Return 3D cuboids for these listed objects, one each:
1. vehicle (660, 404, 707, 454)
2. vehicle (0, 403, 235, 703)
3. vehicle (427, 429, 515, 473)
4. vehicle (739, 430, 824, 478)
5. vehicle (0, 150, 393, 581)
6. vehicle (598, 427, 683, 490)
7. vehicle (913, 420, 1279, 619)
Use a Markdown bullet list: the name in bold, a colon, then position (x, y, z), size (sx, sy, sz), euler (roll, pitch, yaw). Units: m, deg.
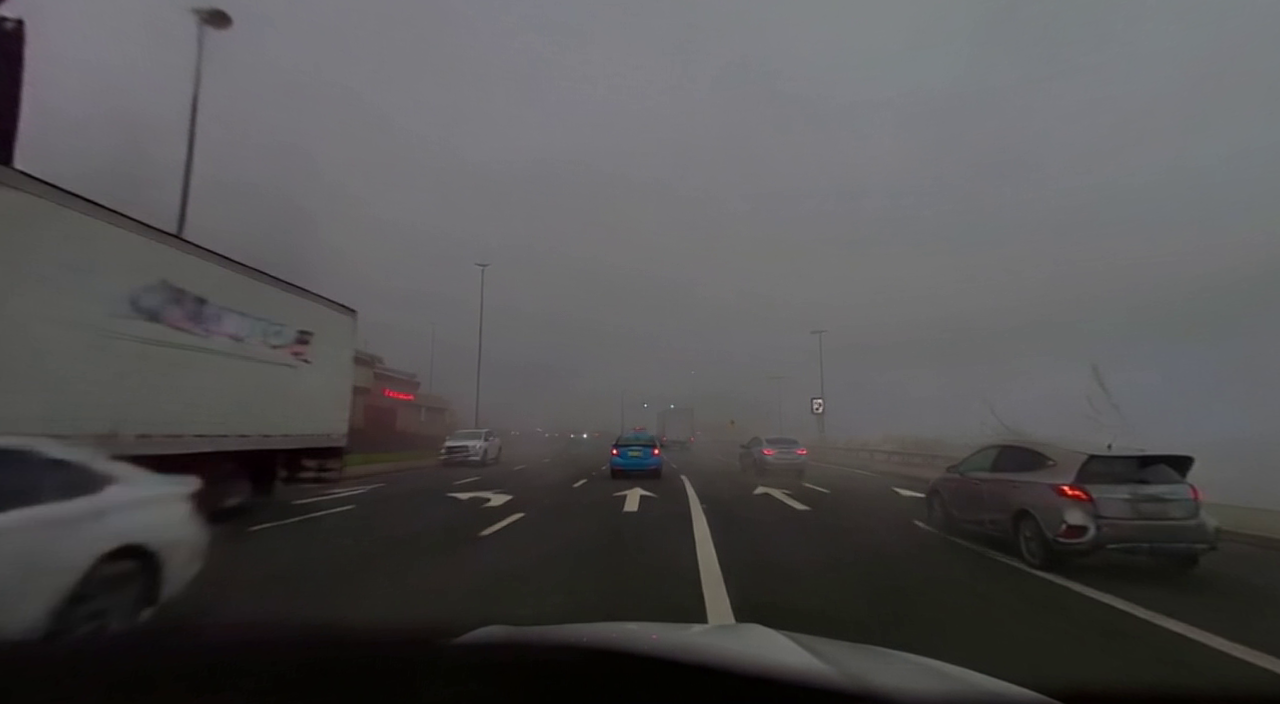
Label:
- **vehicle**: position (3.144, 5.857, 47.507), size (2.917, 3.482, 6.946), euler (0, -8, -1)
- **vehicle**: position (-4.064, 0.863, 2.283), size (1.964, 1.428, 4.481), euler (0, -8, 5)
- **vehicle**: position (-6.201, 3.683, 23.705), size (1.980, 1.499, 4.417), euler (0, -8, 2)
- **vehicle**: position (4.772, 3.469, 21.777), size (1.889, 1.480, 3.876), euler (1, -8, -2)
- **vehicle**: position (-7.034, 0.438, 8.002), size (2.986, 3.821, 10.059), euler (0, -8, 5)
- **vehicle**: position (0.052, 2.758, 16.687), size (1.991, 1.472, 3.518), euler (0, -8, 1)
- **vehicle**: position (5.064, 1.551, 7.030), size (2.081, 1.434, 4.833), euler (0, -8, 3)
